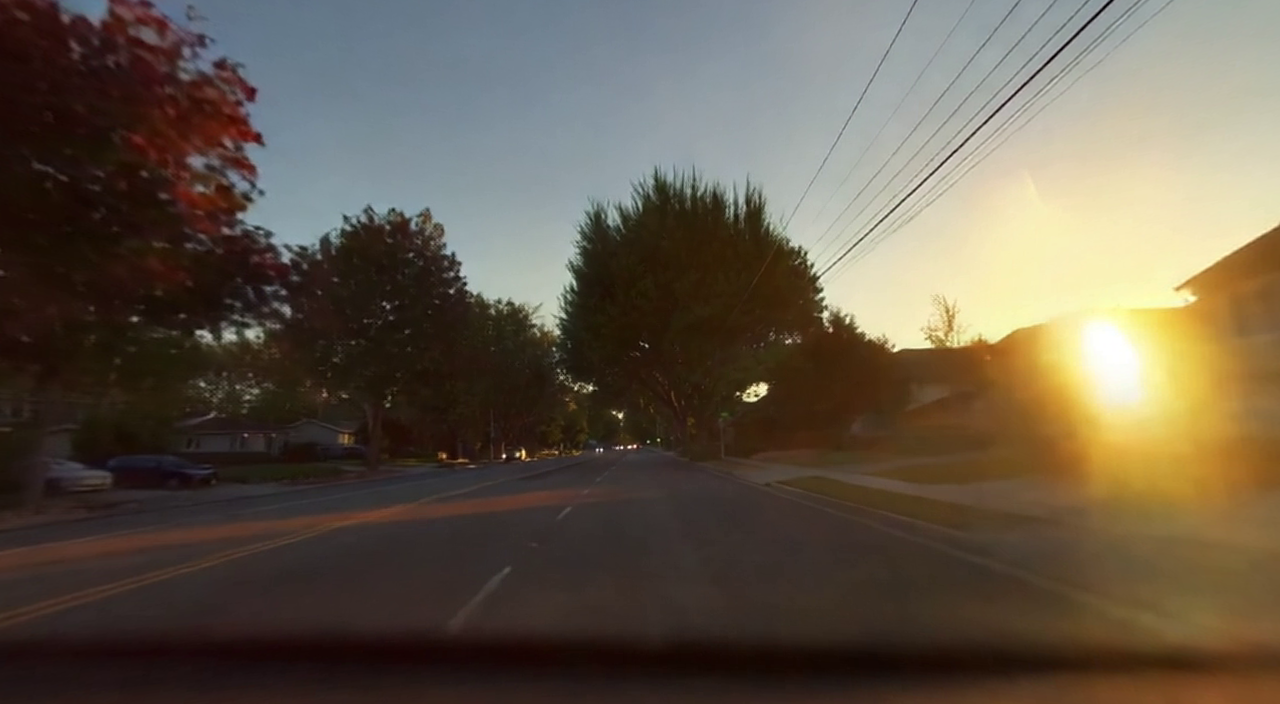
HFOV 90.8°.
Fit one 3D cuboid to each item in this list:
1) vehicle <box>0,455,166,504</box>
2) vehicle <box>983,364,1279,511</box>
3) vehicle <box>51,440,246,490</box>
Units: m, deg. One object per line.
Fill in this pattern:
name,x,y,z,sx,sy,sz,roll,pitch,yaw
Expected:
vehicle,-19.039,4.278,21.524,4.450,1.409,1.990,6,-11,-39
vehicle,9.277,1.435,10.298,5.933,2.038,2.382,1,-9,2
vehicle,-21.333,4.906,27.828,6.005,2.000,2.870,1,-7,-9
